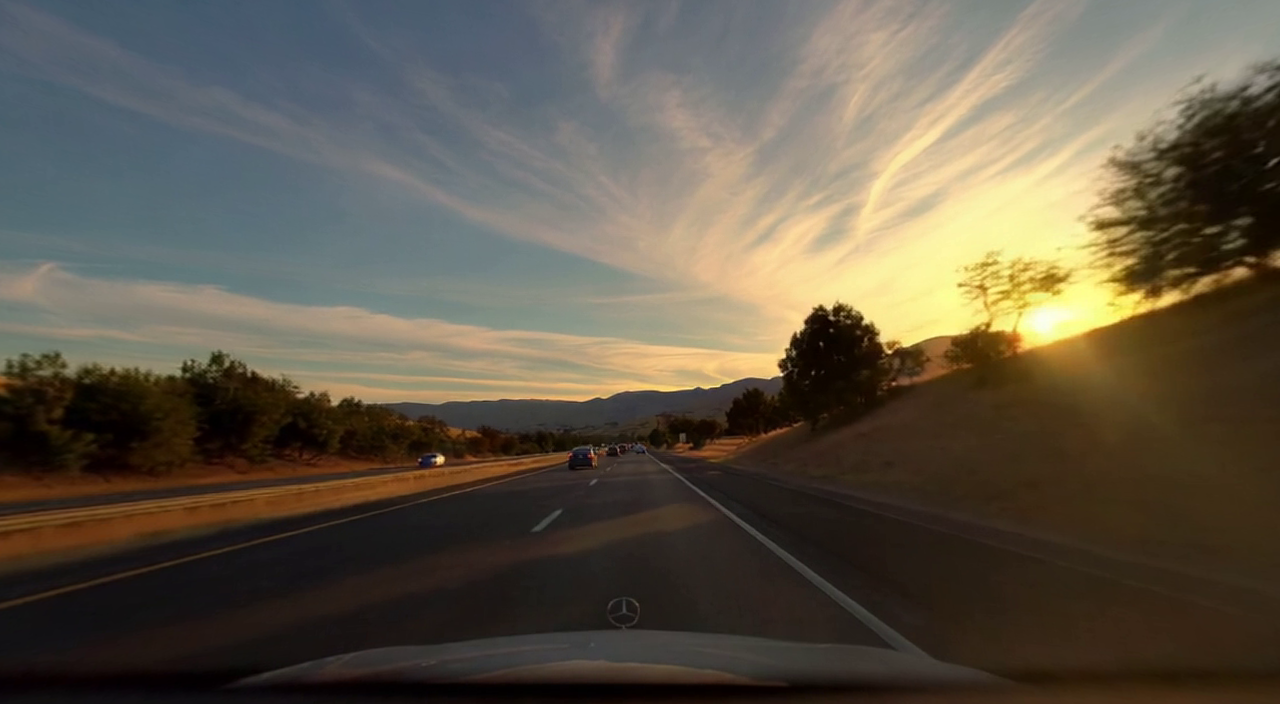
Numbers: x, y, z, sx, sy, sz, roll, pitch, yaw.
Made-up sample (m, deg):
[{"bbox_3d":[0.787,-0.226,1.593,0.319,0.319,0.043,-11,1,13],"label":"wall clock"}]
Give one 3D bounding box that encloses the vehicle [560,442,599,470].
[{"bbox_3d":[-3.975,6.937,42.184,2.132,1.701,4.303,0,-9,1],"label":"vehicle"}]
